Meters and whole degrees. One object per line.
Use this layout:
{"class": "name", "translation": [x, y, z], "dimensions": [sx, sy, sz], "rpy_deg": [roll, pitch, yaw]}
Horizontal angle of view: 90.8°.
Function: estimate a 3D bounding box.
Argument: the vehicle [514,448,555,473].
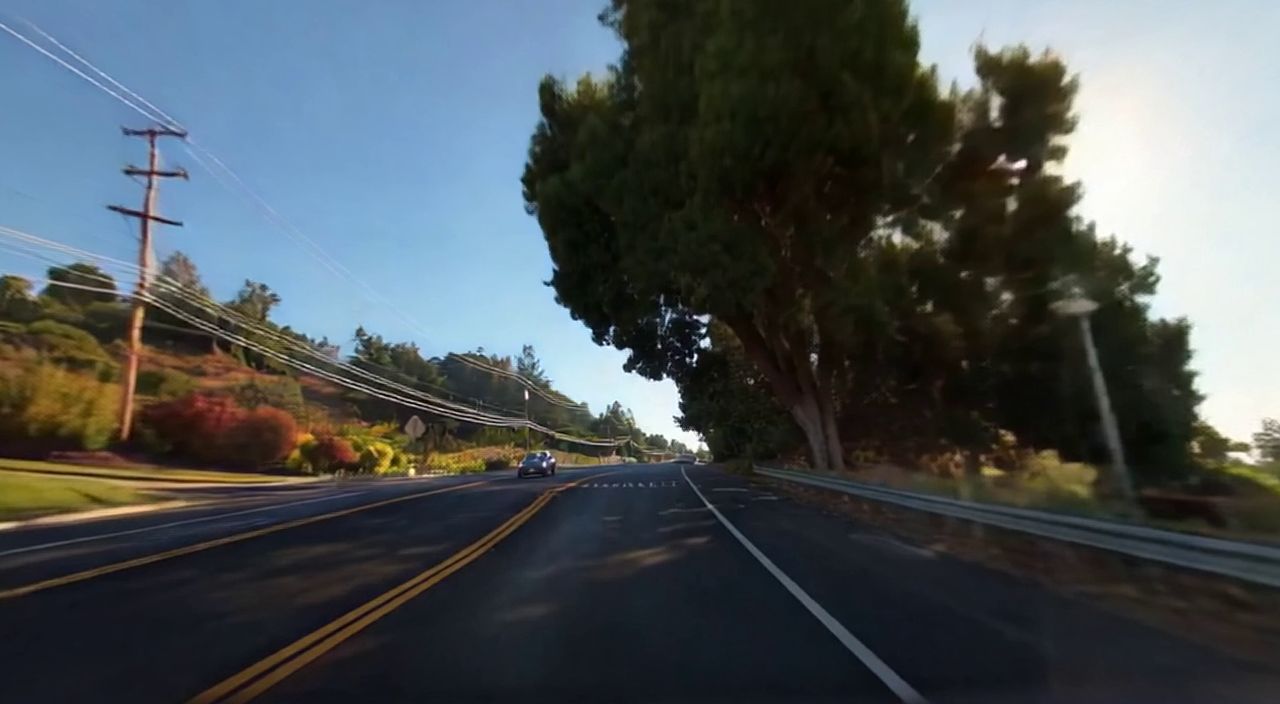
{"class": "vehicle", "translation": [-7.298, 7.525, 44.106], "dimensions": [2.056, 1.677, 4.282], "rpy_deg": [0, -9, 2]}
